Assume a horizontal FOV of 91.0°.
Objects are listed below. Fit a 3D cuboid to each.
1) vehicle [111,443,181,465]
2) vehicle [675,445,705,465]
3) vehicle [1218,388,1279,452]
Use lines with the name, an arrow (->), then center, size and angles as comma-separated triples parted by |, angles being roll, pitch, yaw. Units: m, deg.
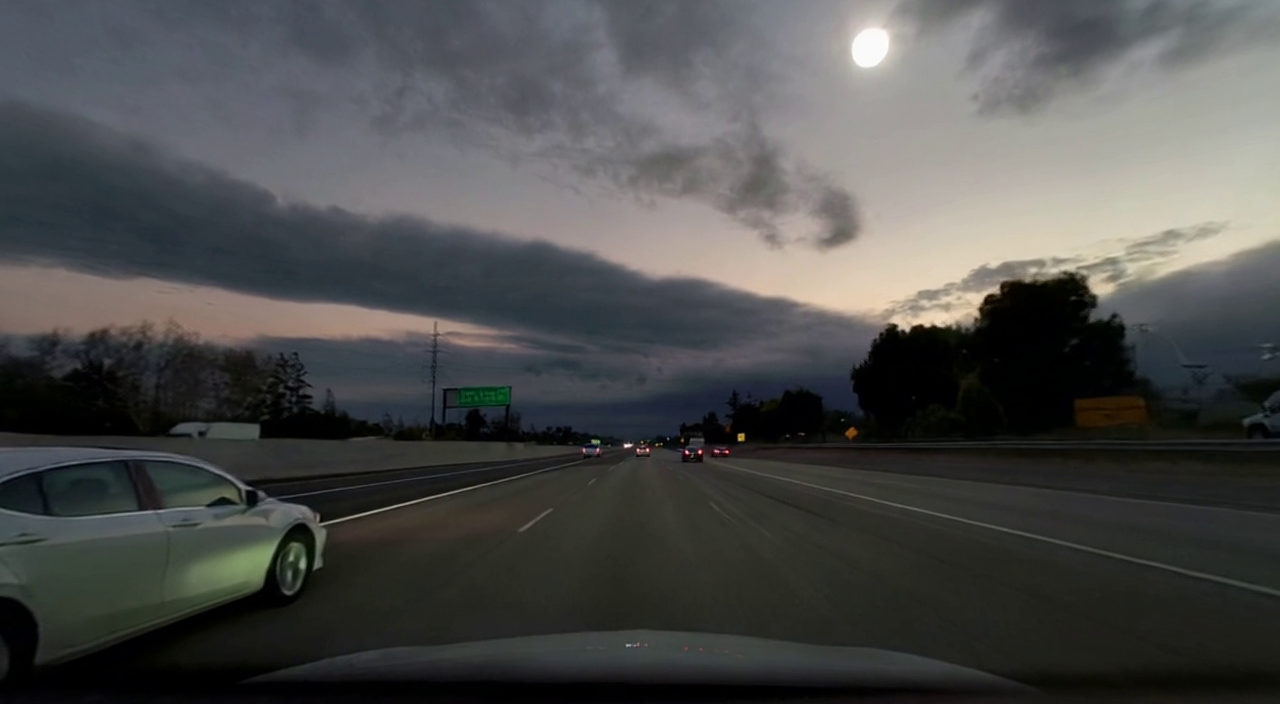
vehicle -> -35.082, 7.237, 44.839 | 1.689, 1.526, 3.848 | 0, -9, 2
vehicle -> 3.901, 8.152, 49.847 | 2.076, 1.506, 4.050 | 0, -9, 0
vehicle -> 41.802, 4.509, 41.221 | 2.985, 3.956, 4.846 | 0, -9, 1
